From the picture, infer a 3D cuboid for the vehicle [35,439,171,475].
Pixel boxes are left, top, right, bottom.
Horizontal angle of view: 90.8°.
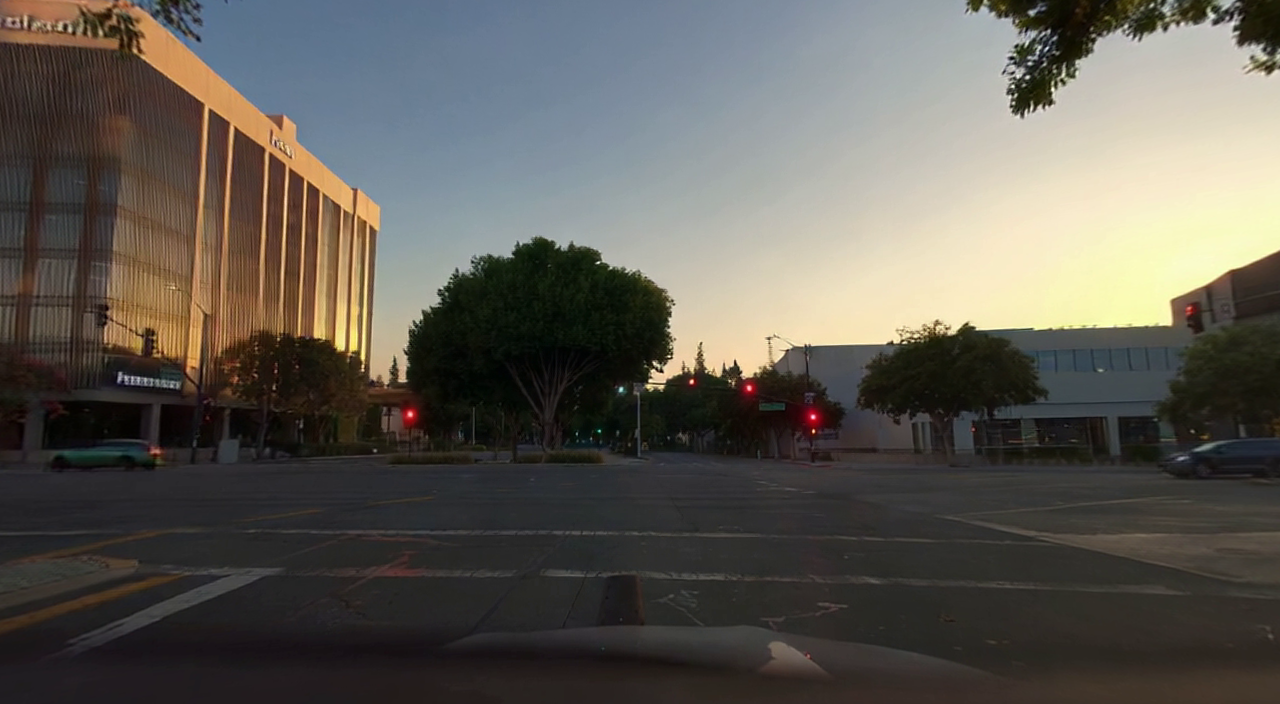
[{"bbox_3d":[-26.491,5.196,31.337,4.639,1.699,2.030,1,-9,-8],"label":"vehicle"}]
